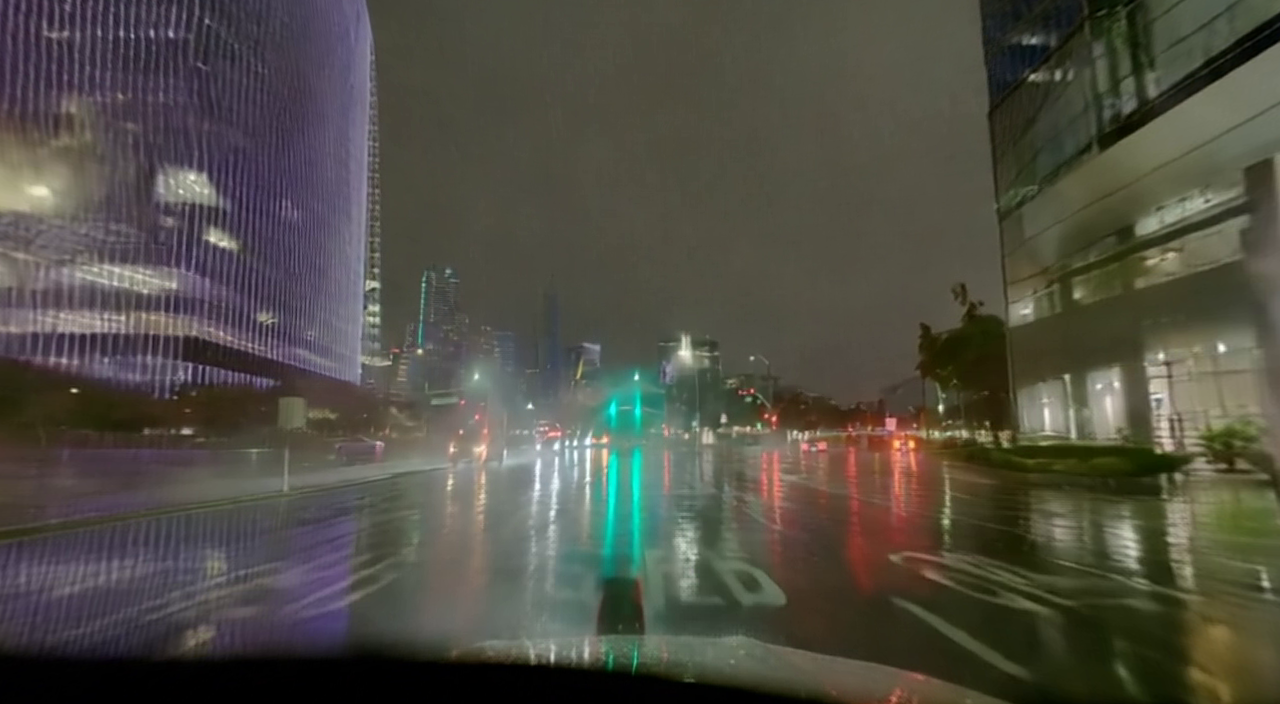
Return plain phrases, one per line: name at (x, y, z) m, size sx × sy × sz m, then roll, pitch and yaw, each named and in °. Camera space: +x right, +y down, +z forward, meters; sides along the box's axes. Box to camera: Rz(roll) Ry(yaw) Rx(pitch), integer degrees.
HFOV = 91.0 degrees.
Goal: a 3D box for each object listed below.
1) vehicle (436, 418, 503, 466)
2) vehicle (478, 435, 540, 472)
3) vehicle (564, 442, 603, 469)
vehicle at (-12.853, 6.914, 48.181) m, size 2.887 × 3.366 × 7.454 m, roll 0°, pitch -9°, yaw 1°
vehicle at (-7.139, 5.622, 34.934) m, size 2.204 × 1.844 × 4.766 m, roll 0°, pitch -9°, yaw 2°
vehicle at (-3.737, 6.962, 42.649) m, size 2.181 × 1.706 × 4.334 m, roll 0°, pitch -9°, yaw 1°
